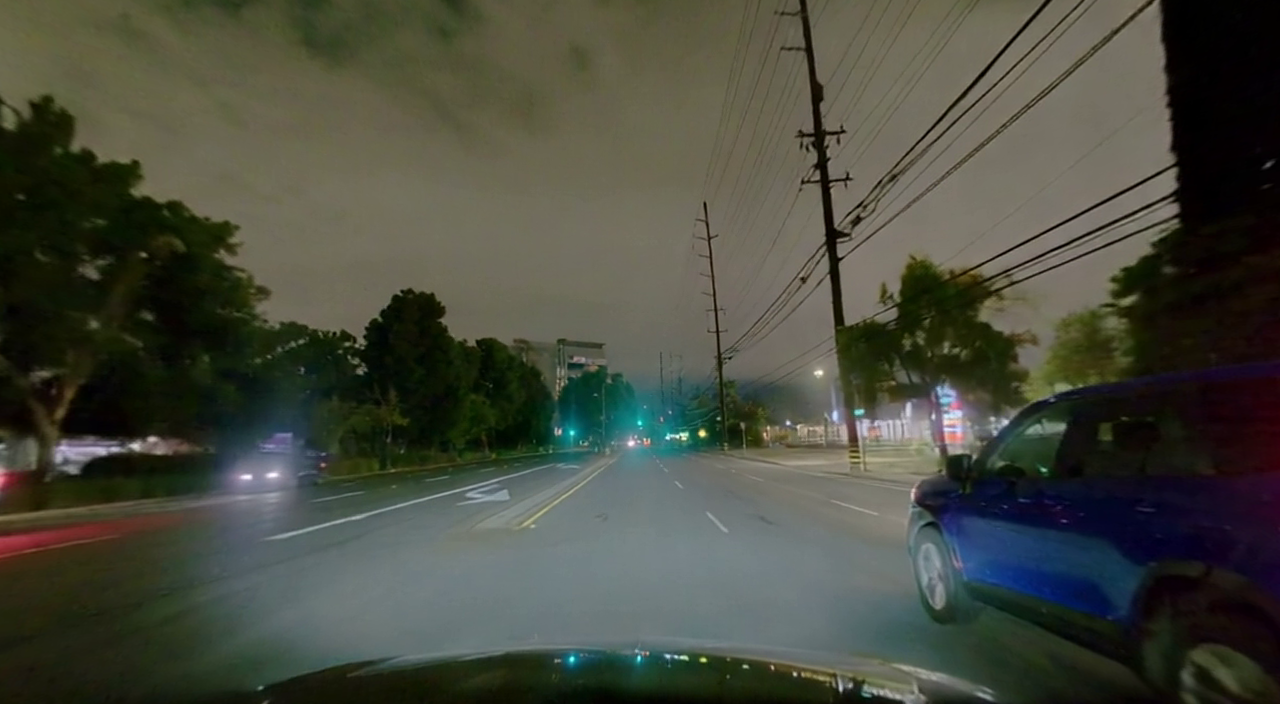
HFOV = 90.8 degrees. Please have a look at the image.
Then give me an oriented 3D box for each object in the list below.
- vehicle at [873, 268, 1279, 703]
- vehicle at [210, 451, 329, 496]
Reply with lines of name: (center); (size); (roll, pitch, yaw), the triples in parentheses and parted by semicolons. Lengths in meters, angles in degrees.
vehicle: (3.039, 0.797, 2.959); (2.060, 1.820, 4.713); (0, -8, 0)
vehicle: (-14.213, 4.649, 24.595); (2.015, 1.501, 4.307); (0, -8, 0)
